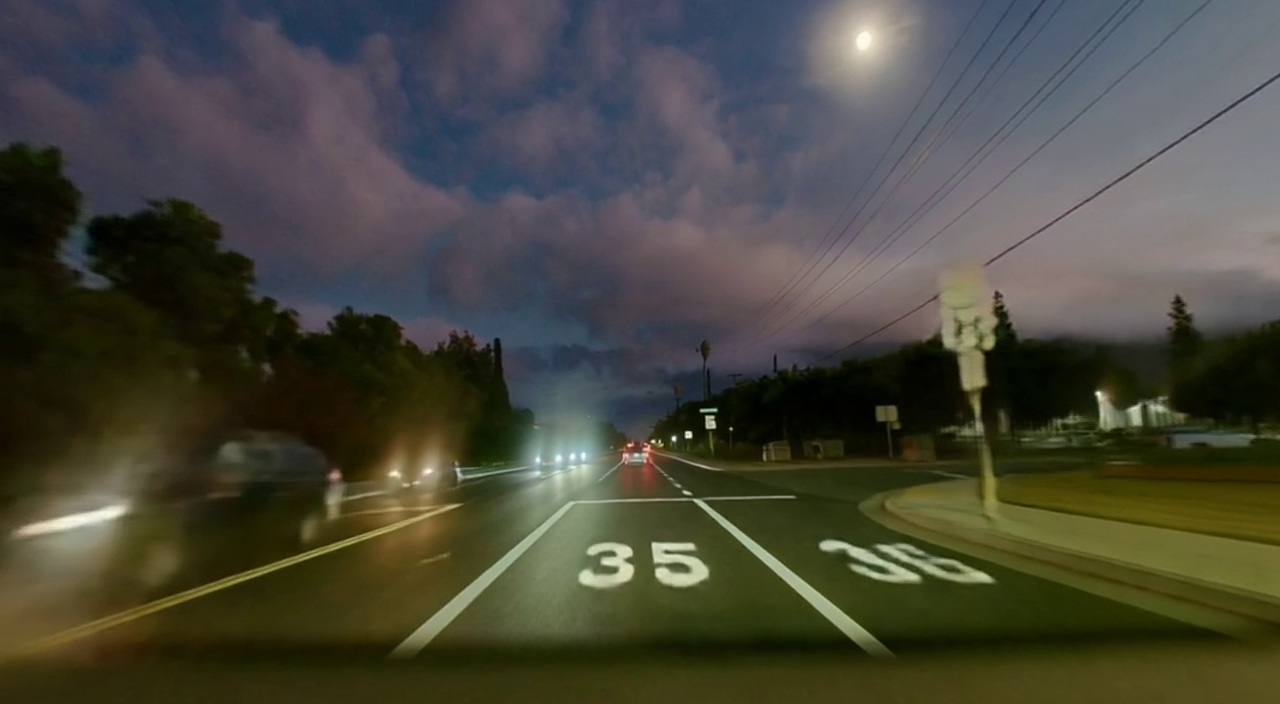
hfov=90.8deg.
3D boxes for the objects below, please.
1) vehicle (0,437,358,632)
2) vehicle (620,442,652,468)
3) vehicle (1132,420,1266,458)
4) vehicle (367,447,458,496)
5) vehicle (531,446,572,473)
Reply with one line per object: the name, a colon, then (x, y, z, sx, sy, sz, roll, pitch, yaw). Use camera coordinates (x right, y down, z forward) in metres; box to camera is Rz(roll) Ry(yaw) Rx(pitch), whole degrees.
vehicle: (-6.265, 2.041, 8.467, 2.305, 1.685, 5.690, -1, -8, 0)
vehicle: (-0.303, 7.439, 45.688, 2.163, 1.746, 4.073, -1, -8, -1)
vehicle: (27.133, 4.280, 30.793, 4.544, 1.724, 2.024, 0, -9, 0)
vehicle: (-9.419, 4.953, 26.687, 2.123, 1.844, 4.747, -1, -8, -1)
vehicle: (-6.039, 7.371, 43.699, 2.143, 1.735, 4.737, -1, -8, 0)
